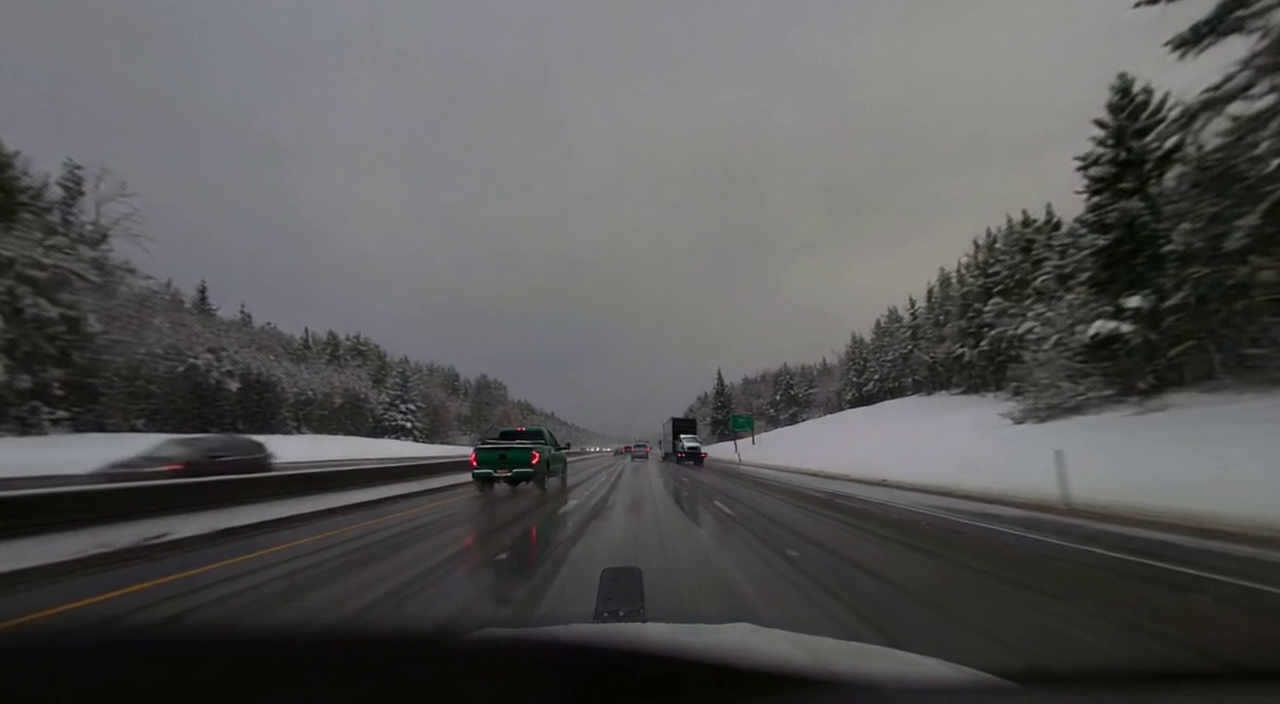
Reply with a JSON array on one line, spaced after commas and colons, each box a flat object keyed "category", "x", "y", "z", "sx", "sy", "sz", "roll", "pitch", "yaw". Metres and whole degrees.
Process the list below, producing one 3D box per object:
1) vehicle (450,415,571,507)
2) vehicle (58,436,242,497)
[{"category": "vehicle", "x": -3.179, "y": 2.815, "z": 16.522, "sx": 2.142, "sy": 2.044, "sz": 4.446, "roll": 0, "pitch": -9, "yaw": 1}, {"category": "vehicle", "x": -14.727, "y": 3.465, "z": 19.378, "sx": 1.954, "sy": 1.628, "sz": 4.574, "roll": 0, "pitch": -9, "yaw": 0}]
